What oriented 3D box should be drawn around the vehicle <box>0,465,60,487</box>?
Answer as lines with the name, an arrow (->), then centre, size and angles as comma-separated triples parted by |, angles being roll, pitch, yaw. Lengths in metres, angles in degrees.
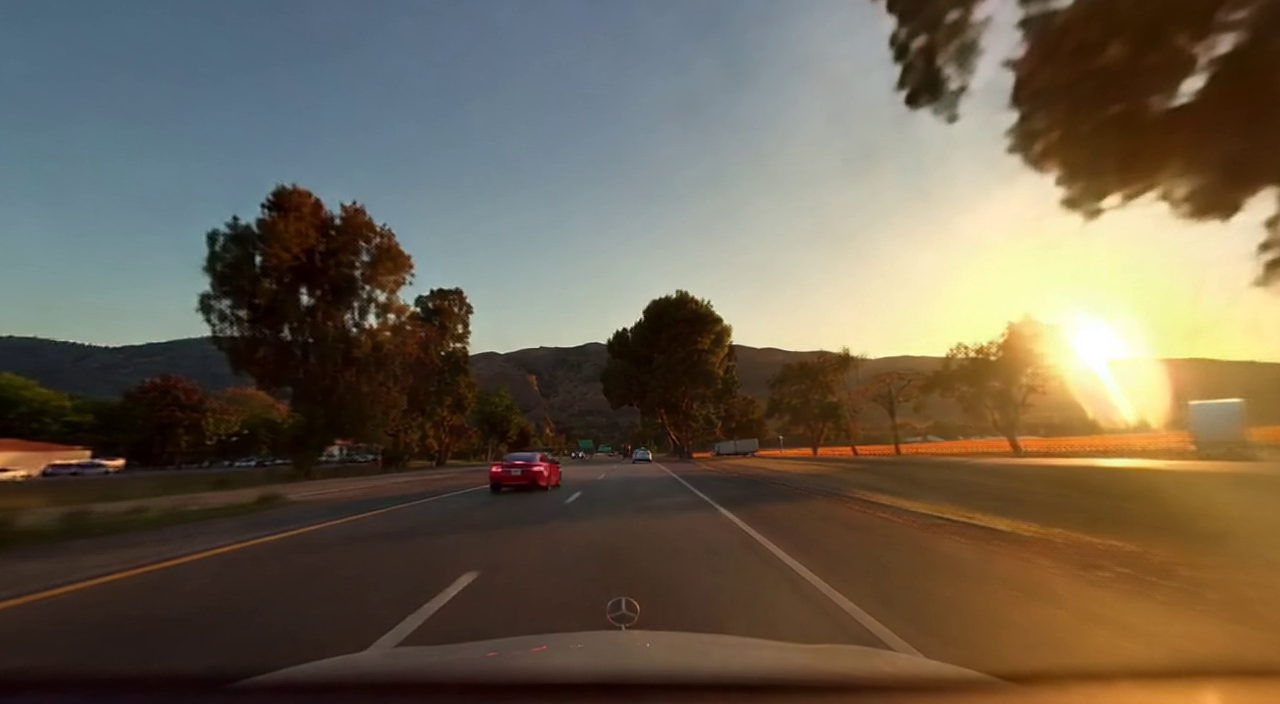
vehicle -> -47.424, 9.512, 48.248 | 1.793, 1.486, 4.598 | -4, -9, 0

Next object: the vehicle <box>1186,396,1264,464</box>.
vehicle -> 39.395, 5.377, 42.234 | 3.039, 3.917, 12.688 | -8, -12, 44

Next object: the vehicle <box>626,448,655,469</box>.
vehicle -> 0.043, 7.880, 46.848 | 2.079, 1.450, 3.942 | 0, -9, 0

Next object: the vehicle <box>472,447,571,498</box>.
vehicle -> -3.672, 3.825, 20.491 | 2.170, 1.451, 4.584 | 0, -9, 2
